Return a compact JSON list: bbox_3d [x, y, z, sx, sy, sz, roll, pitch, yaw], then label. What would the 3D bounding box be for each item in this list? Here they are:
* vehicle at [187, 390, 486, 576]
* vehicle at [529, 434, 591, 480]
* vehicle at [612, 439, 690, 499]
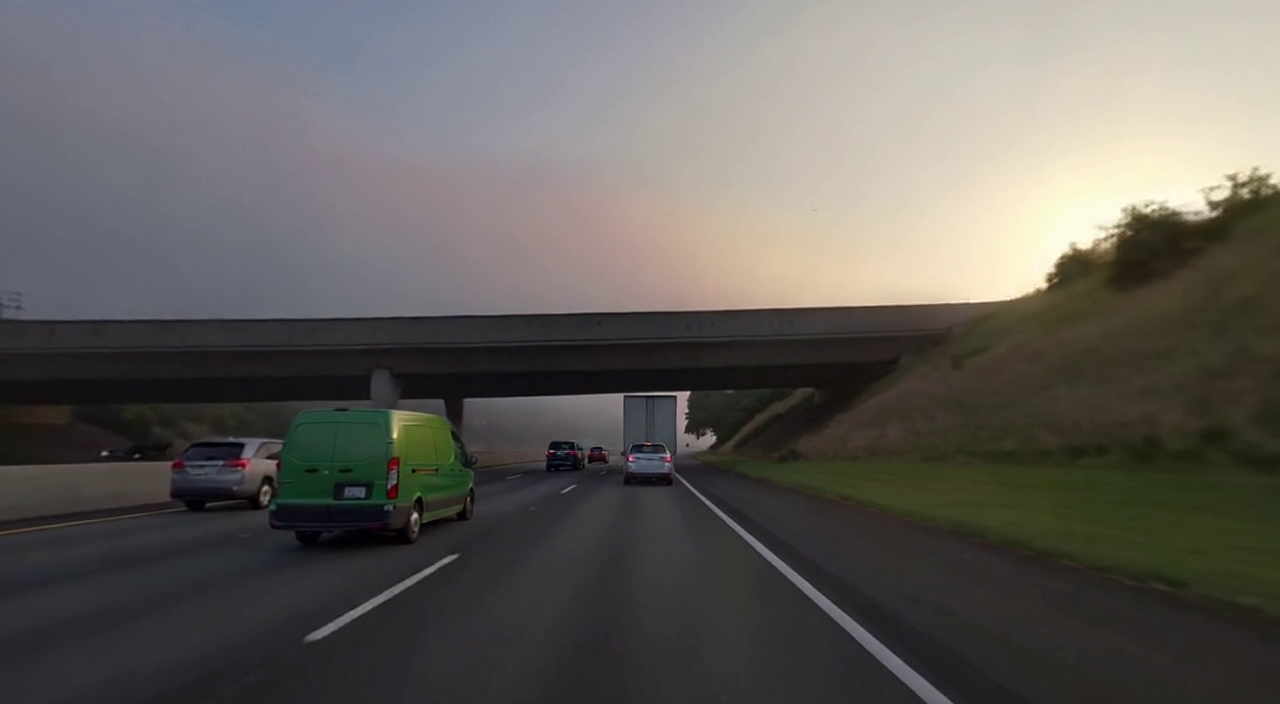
[{"bbox_3d":[-3.583,1.636,8.471,1.951,1.882,3.979,0,-9,1],"label":"vehicle"},{"bbox_3d":[-3.408,4.583,27.687,2.068,1.862,4.234,0,-9,1],"label":"vehicle"},{"bbox_3d":[0.264,3.248,17.764,1.991,1.507,3.391,0,-9,0],"label":"vehicle"}]
